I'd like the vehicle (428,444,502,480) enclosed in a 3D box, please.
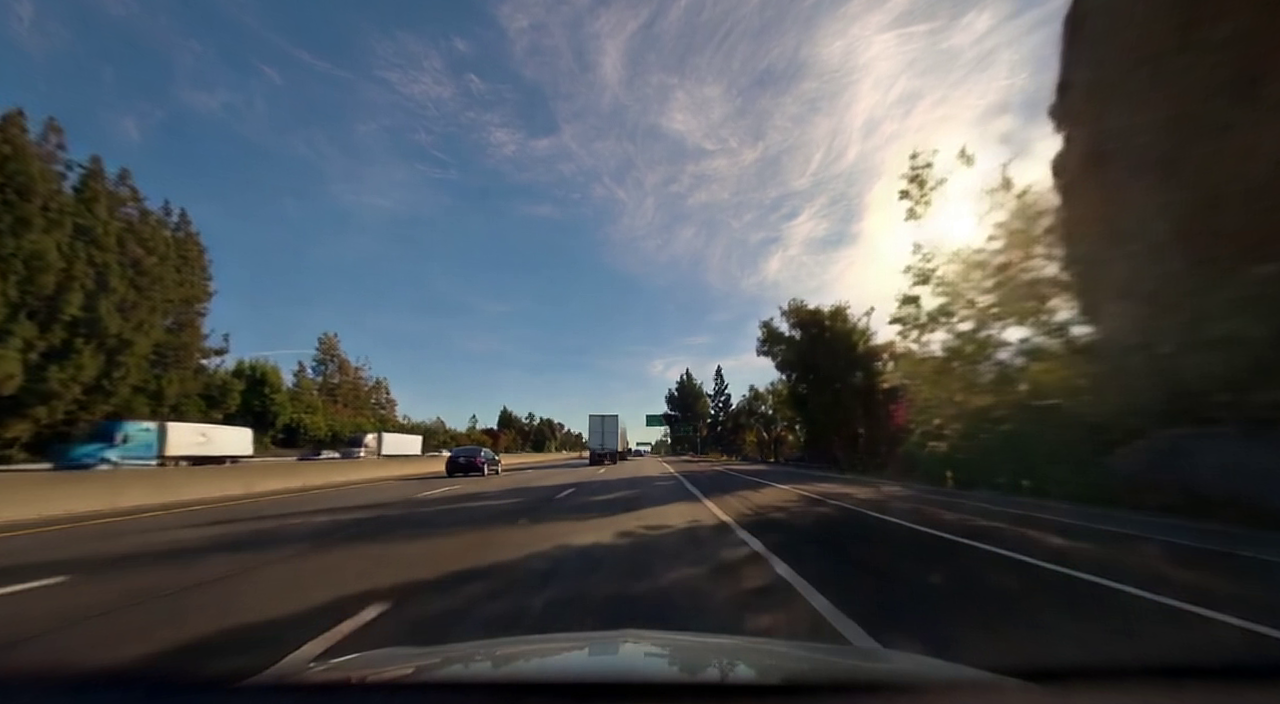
[{"bbox_3d":[-7.675,4.843,28.046,1.901,1.467,4.629,0,-9,1],"label":"vehicle"}]

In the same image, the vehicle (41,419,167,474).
[{"bbox_3d":[-36.571,6.481,43.228,2.853,3.453,6.411,0,-8,0],"label":"vehicle"}]
